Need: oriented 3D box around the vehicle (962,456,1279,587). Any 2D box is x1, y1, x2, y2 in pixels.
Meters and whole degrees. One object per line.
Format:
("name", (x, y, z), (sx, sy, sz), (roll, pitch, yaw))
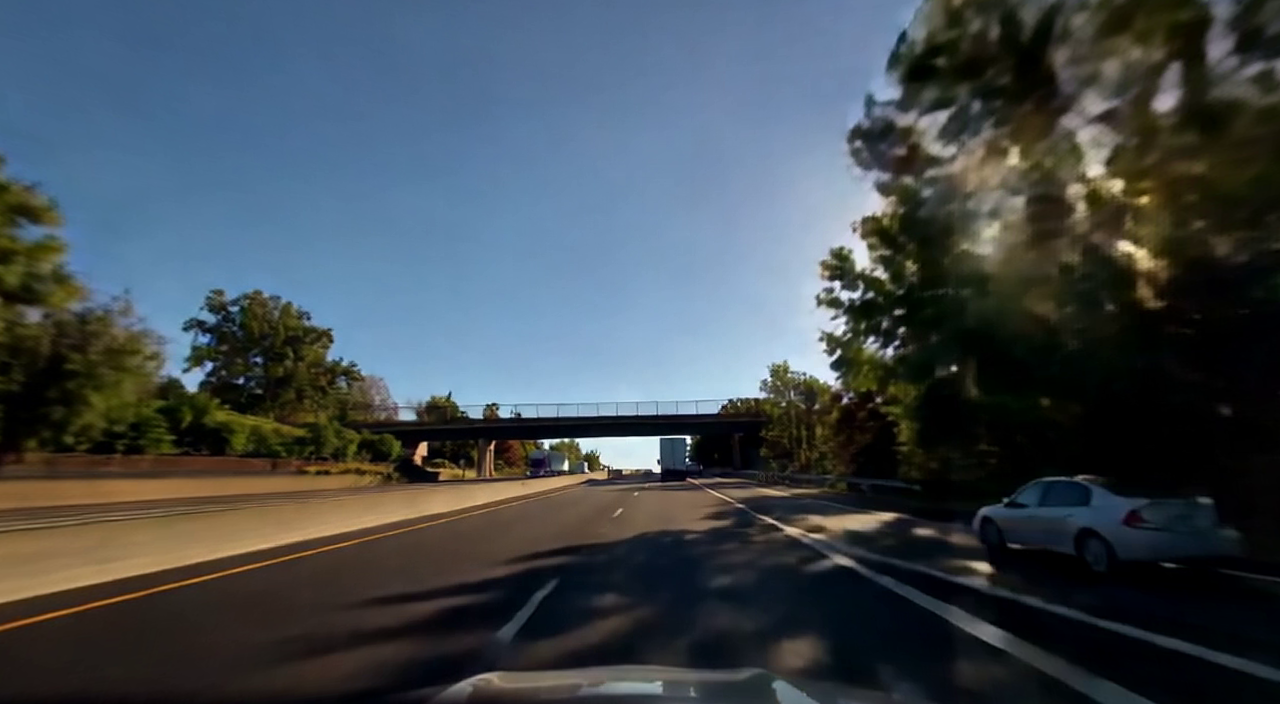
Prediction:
("vehicle", (7.030, 2.358, 9.407), (1.949, 1.468, 4.145), (2, -11, -6))
